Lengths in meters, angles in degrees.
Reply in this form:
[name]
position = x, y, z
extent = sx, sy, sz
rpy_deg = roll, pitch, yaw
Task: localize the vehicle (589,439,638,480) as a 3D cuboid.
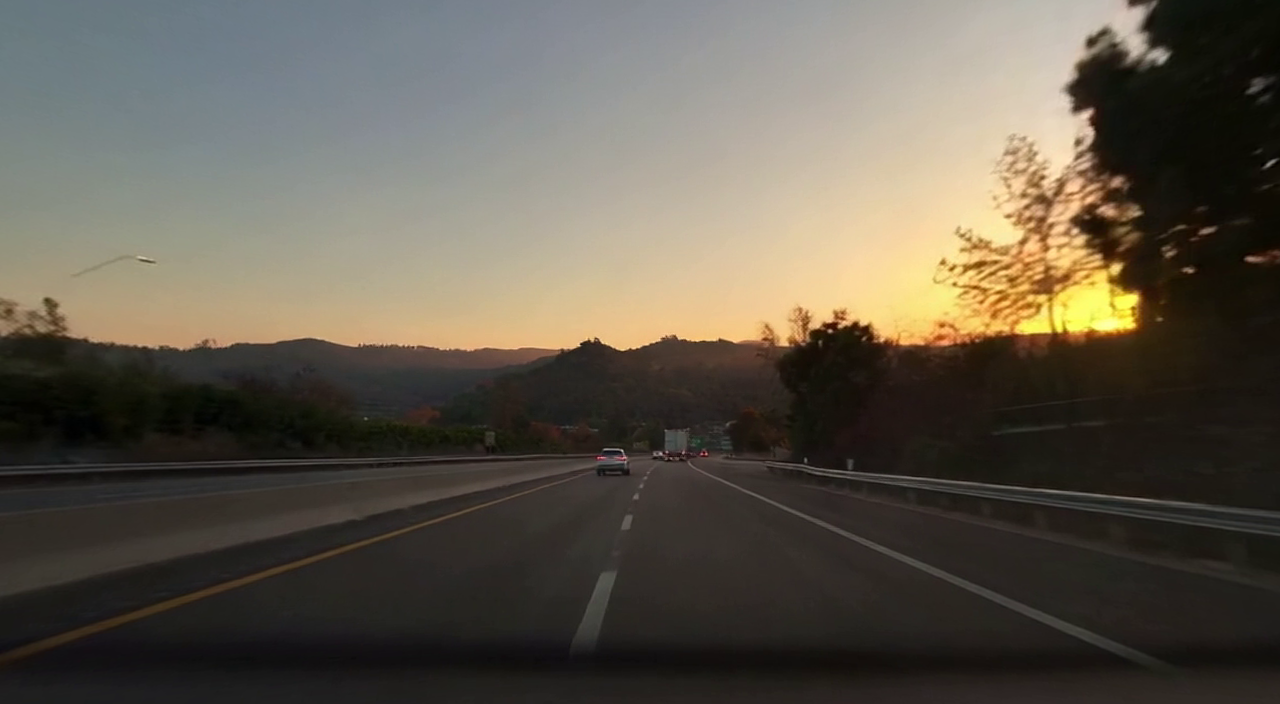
[vehicle]
position = -1.370, 5.857, 34.443
extent = 2.271, 2.049, 4.894
rpy_deg = -1, -9, 3
